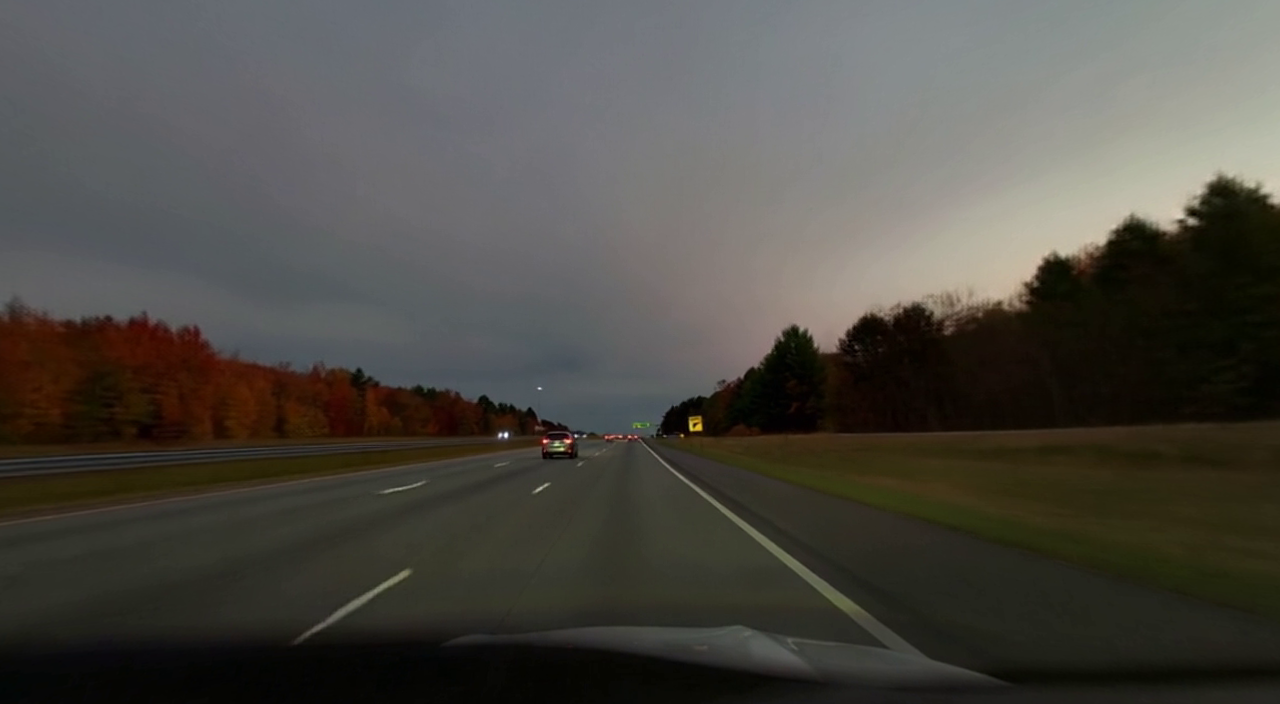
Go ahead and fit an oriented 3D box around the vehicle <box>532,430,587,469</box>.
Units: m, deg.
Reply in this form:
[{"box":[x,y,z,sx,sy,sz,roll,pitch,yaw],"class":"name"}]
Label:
[{"box":[-3.664,4.509,29.342,2.057,1.666,4.552,0,-8,-1],"class":"vehicle"}]
